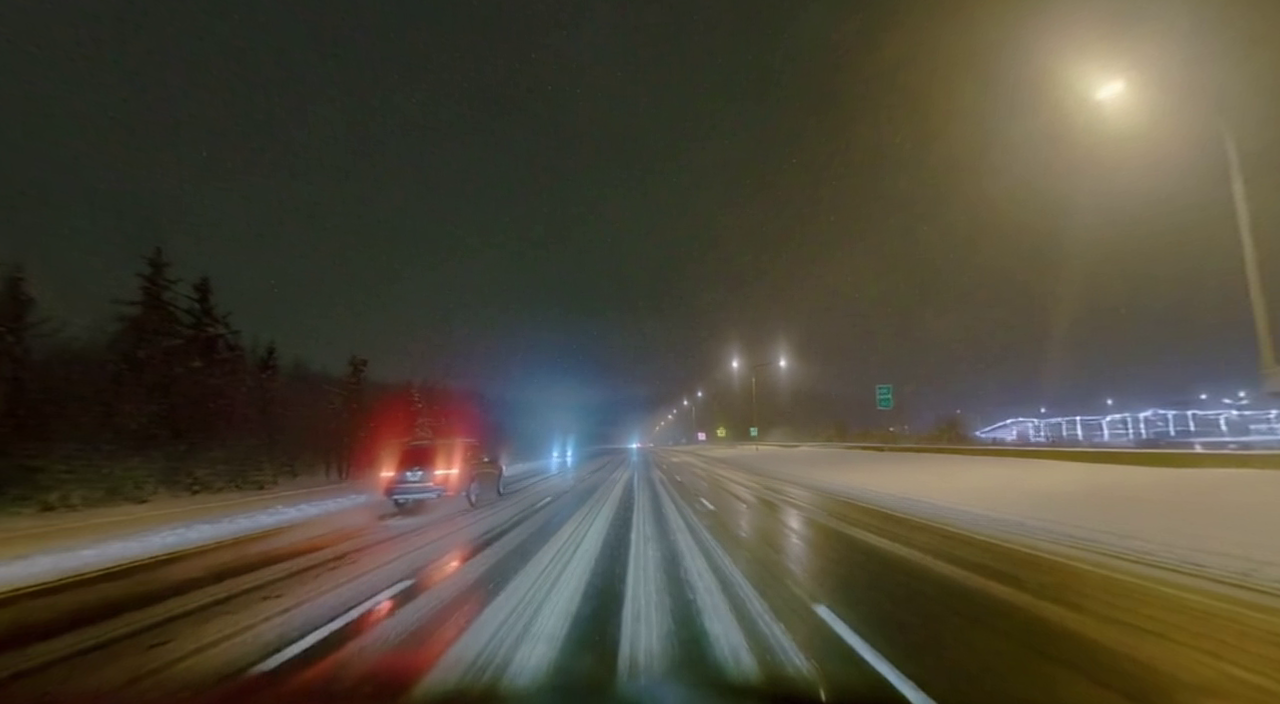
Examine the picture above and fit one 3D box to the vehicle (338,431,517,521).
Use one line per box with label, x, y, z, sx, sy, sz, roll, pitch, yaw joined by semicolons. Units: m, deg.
vehicle;-3.936;2.358;12.623;1.934;1.451;4.544;0;-8;1
